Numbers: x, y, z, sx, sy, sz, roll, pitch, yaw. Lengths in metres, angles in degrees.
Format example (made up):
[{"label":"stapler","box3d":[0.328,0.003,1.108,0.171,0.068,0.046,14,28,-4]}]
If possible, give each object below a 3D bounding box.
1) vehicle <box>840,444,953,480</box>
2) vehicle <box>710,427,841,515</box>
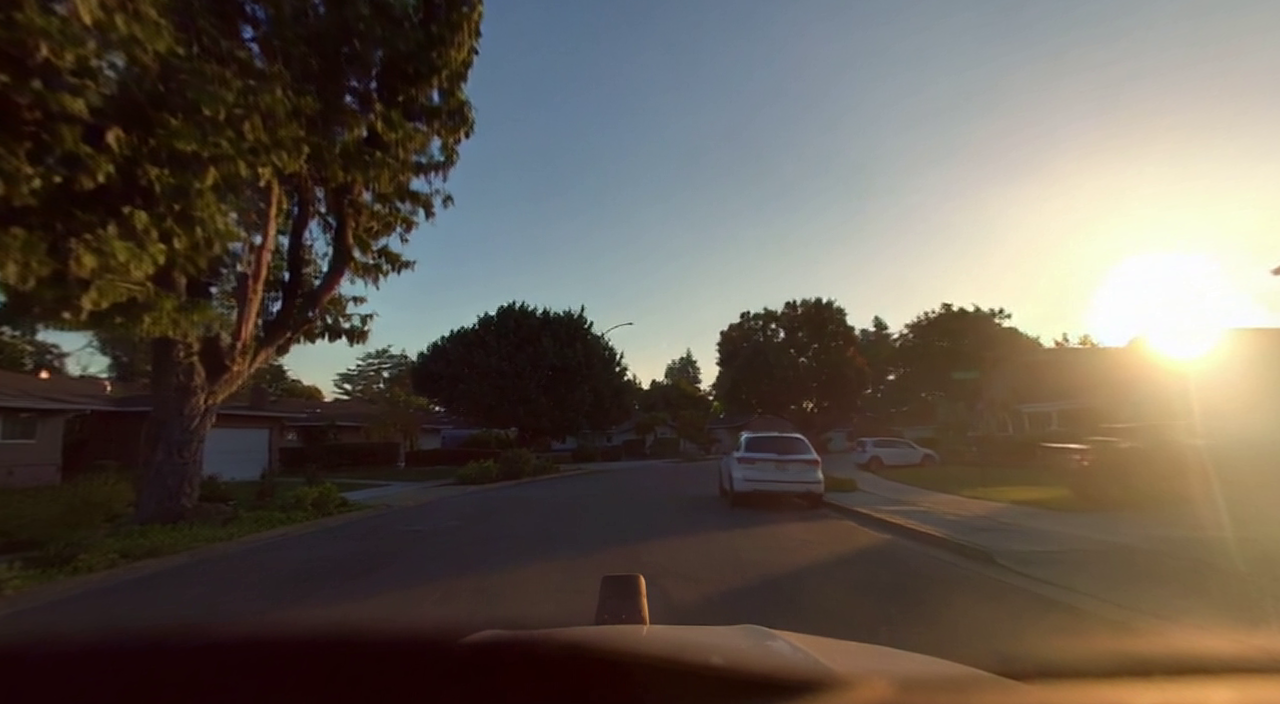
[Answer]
[{"label":"vehicle","box3d":[11.332,4.885,28.089,4.457,1.510,1.762,-3,-9,16]},{"label":"vehicle","box3d":[3.021,2.772,15.161,2.163,1.760,4.591,0,-8,0]}]
